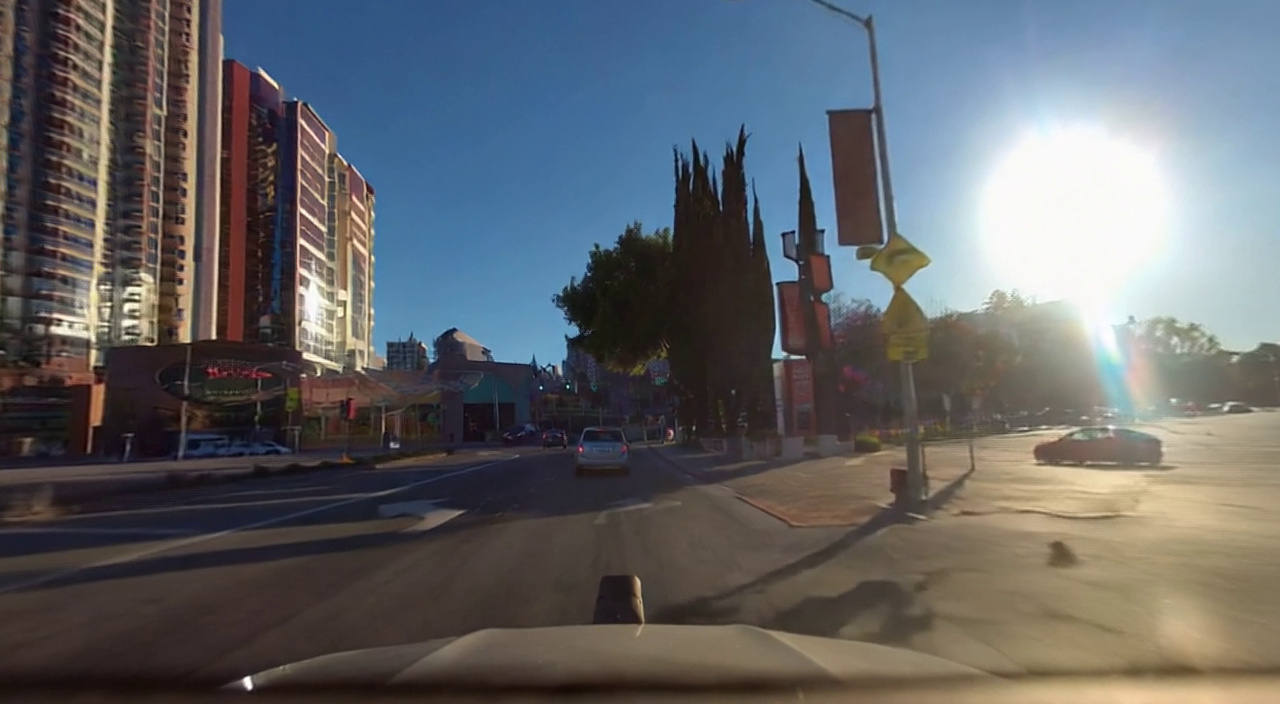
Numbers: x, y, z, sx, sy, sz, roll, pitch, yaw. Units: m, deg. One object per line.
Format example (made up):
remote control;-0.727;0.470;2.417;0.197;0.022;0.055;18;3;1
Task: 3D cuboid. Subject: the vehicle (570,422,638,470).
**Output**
vehicle;-1.275;3.398;23.030;2.231;1.572;4.227;0;-8;-2

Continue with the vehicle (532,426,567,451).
vehicle;-5.719;5.506;40.112;2.023;1.485;3.721;0;-8;-6

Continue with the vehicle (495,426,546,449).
vehicle;-9.219;6.657;49.056;1.994;1.717;4.380;-3;-8;18

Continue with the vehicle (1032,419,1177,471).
vehicle;19.225;3.994;26.444;1.932;1.762;4.835;0;-13;-7
